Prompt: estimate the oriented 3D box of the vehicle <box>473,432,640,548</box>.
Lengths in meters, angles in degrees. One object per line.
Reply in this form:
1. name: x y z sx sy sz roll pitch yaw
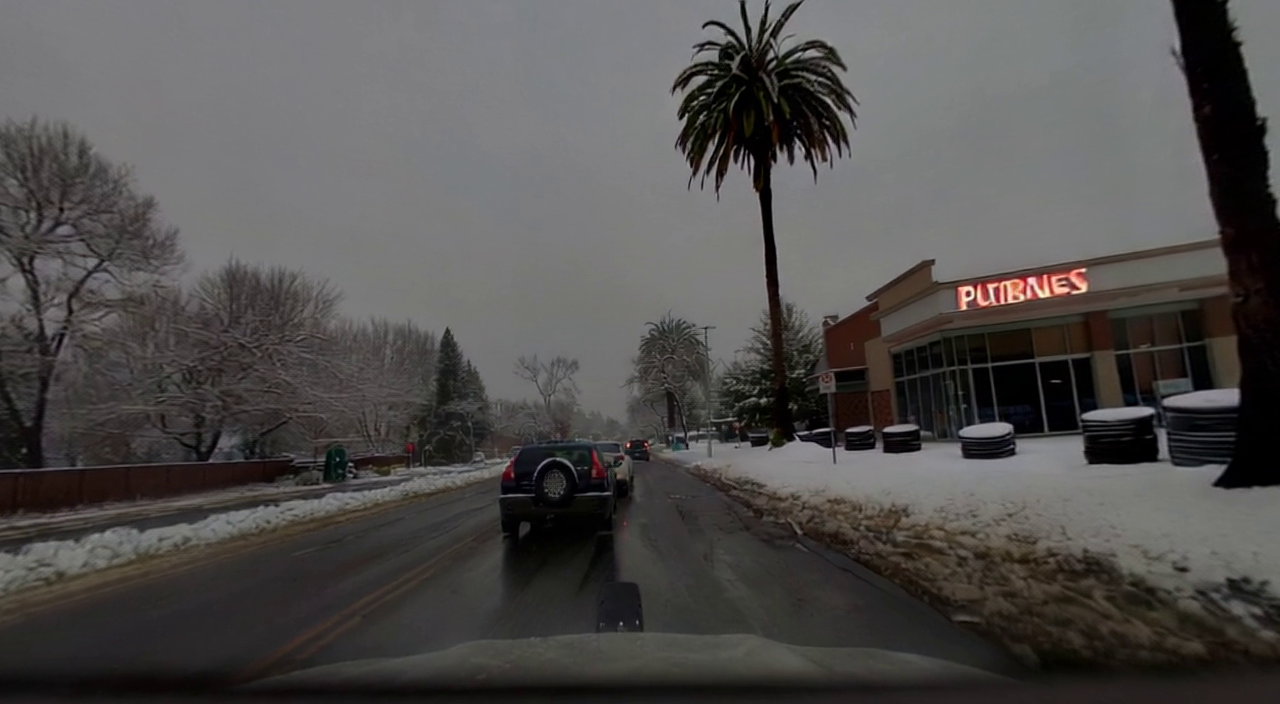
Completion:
1. vehicle: -1.099 2.103 10.302 2.169 1.495 4.048 0 -8 0
